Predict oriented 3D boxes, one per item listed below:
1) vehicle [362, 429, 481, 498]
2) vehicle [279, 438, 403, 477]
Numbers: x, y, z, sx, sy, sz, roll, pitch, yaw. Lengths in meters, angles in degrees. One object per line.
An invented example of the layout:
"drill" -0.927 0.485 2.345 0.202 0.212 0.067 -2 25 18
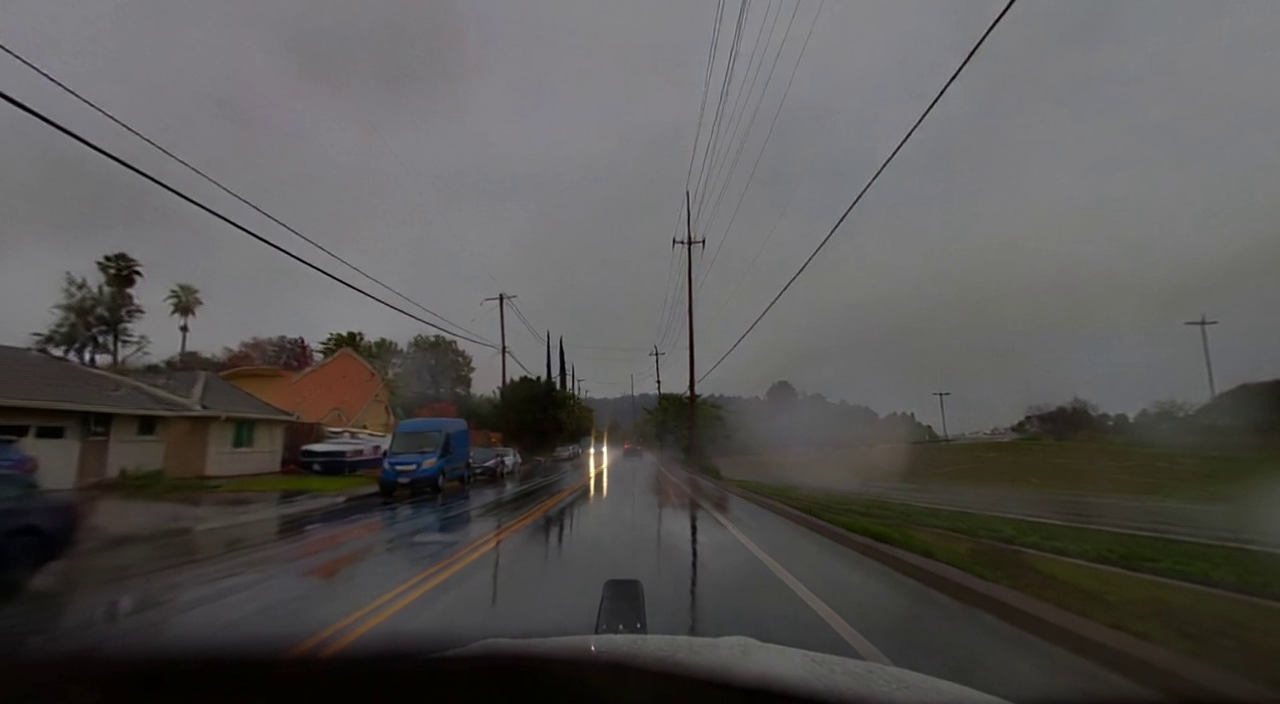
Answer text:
"vehicle" -7.518 3.882 22.475 2.335 2.136 5.328 0 -9 -1
"vehicle" -12.707 4.517 27.126 4.334 1.590 2.006 1 -9 -8
